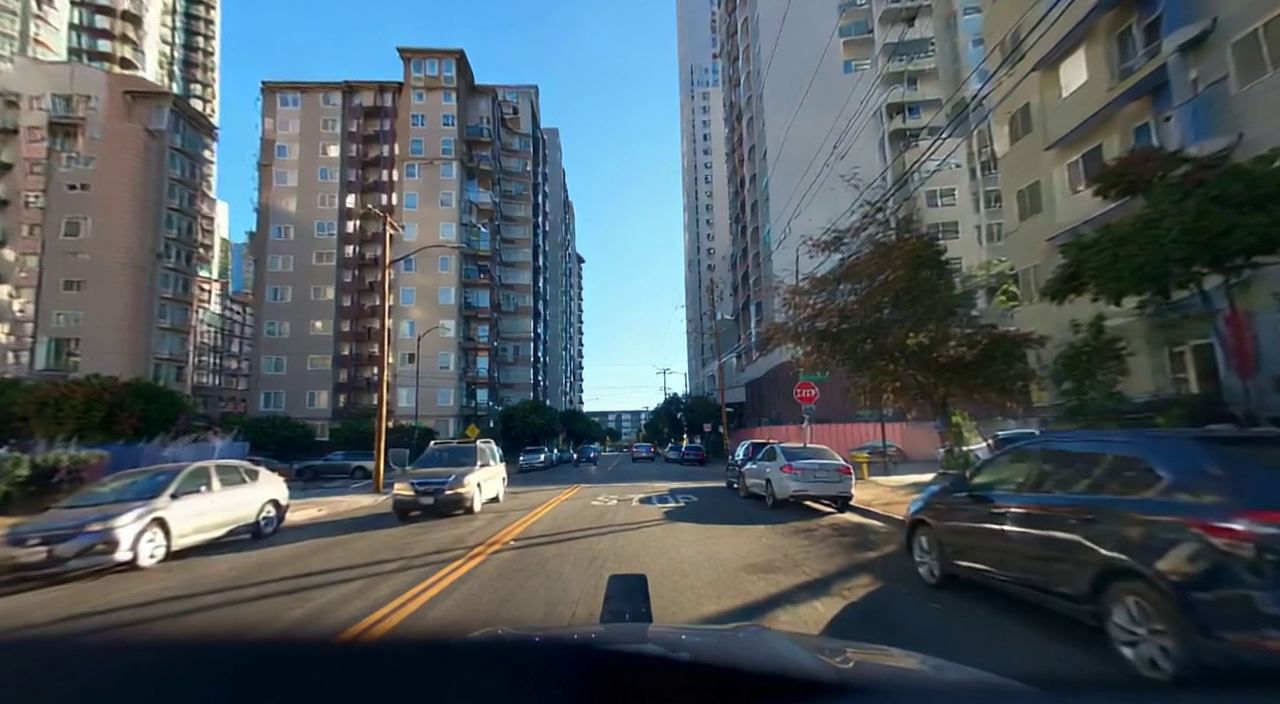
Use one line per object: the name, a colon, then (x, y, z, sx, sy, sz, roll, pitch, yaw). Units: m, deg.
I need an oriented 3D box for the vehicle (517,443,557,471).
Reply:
vehicle: (-7.516, 7.682, 46.282, 2.140, 1.874, 4.475, 0, -9, 0)

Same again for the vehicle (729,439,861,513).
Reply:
vehicle: (3.537, 2.910, 15.351, 1.888, 1.495, 4.567, 0, -9, -2)

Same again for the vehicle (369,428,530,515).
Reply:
vehicle: (-4.349, 2.836, 15.420, 2.452, 1.778, 4.634, 0, -9, 0)

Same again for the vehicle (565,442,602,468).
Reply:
vehicle: (-4.132, 7.610, 46.732, 2.201, 1.801, 4.750, -1, -9, 2)

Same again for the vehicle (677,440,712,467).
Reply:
vehicle: (3.874, 7.359, 45.767, 2.164, 1.721, 4.416, -4, -9, 1)

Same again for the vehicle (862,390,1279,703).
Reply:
vehicle: (3.702, 1.330, 5.018, 2.040, 1.637, 4.734, 0, -9, -1)

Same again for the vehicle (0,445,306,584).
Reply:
vehicle: (-7.583, 2.387, 10.207, 1.928, 1.721, 4.429, 0, -9, -1)
